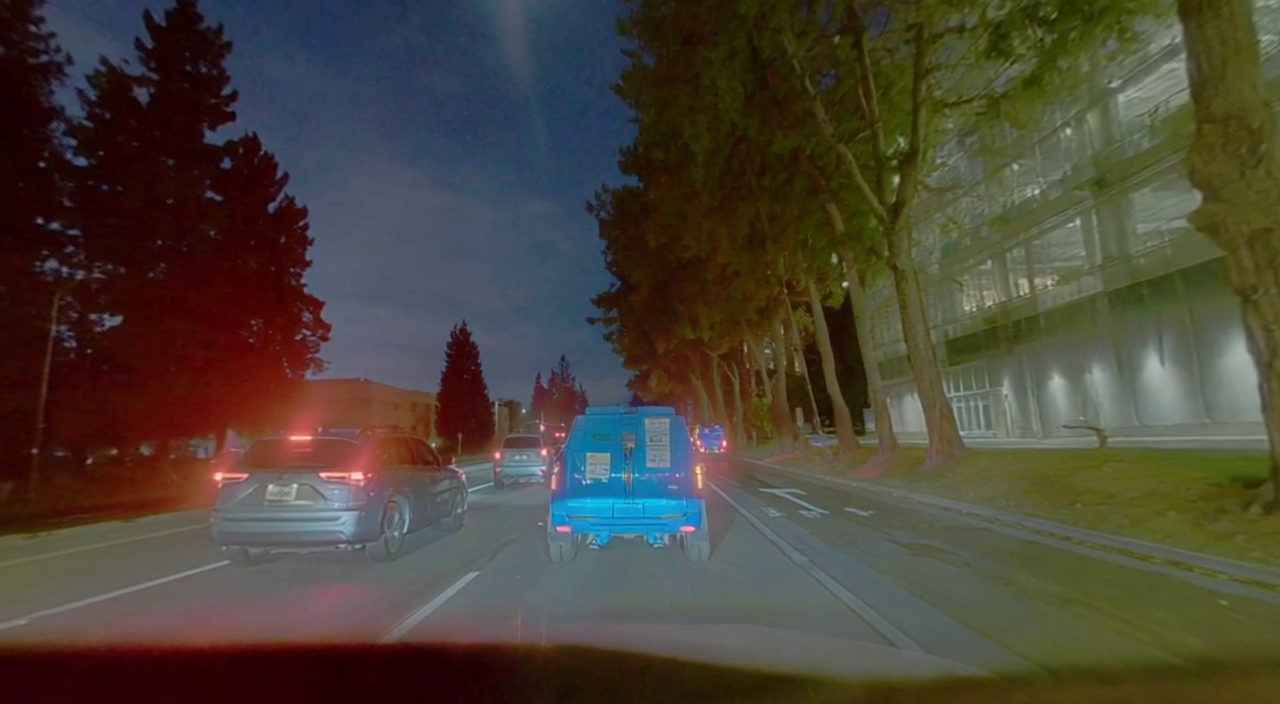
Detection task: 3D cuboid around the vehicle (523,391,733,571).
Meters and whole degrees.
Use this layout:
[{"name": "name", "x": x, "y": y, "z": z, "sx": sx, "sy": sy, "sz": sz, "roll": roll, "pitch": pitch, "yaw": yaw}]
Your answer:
[{"name": "vehicle", "x": -0.103, "y": 1.575, "z": 8.343, "sx": 2.075, "sy": 1.770, "sz": 4.018, "roll": 0, "pitch": -8, "yaw": 0}]

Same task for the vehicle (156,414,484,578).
[{"name": "vehicle", "x": -3.767, "y": 1.772, "z": 8.654, "sx": 1.959, "sy": 1.614, "sz": 4.676, "roll": 0, "pitch": -8, "yaw": 1}]
